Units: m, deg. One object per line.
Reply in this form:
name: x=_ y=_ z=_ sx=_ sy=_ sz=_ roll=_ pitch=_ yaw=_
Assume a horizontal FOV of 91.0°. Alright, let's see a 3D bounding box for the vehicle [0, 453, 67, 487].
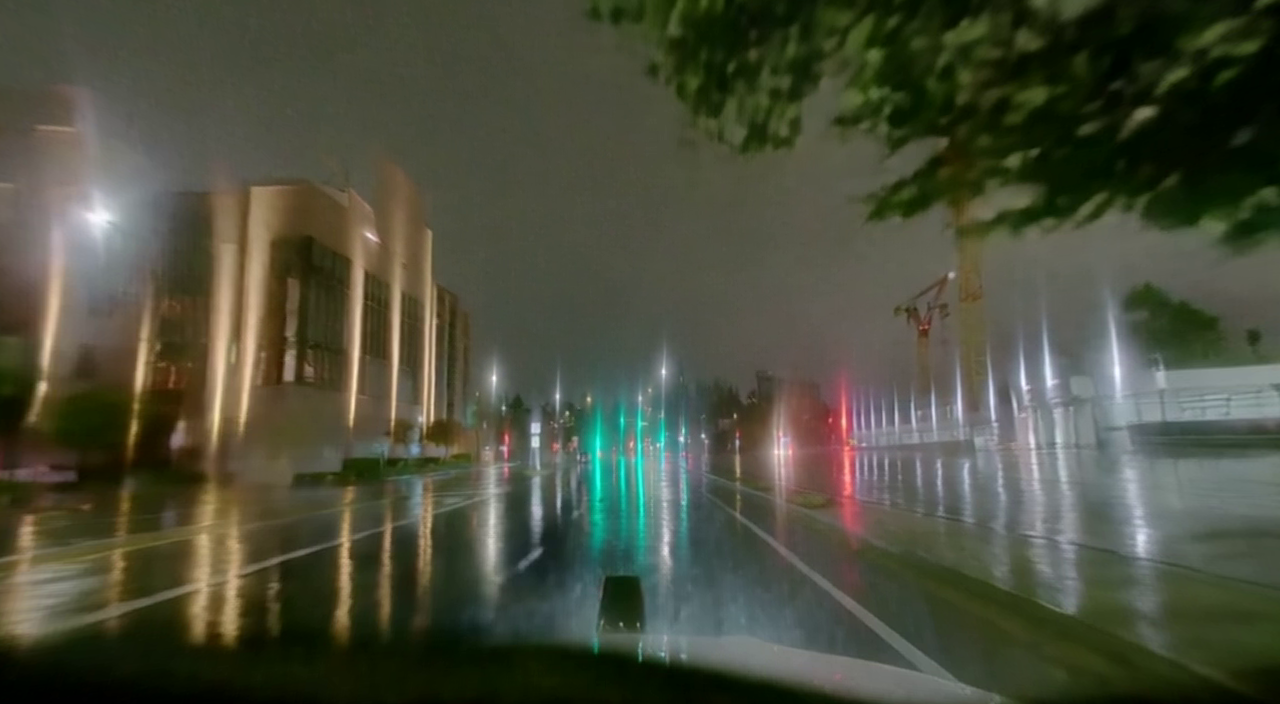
vehicle: x=-32.680 y=6.056 z=32.405 sx=4.308 sy=1.598 sz=1.891 roll=0 pitch=-7 yaw=-8
